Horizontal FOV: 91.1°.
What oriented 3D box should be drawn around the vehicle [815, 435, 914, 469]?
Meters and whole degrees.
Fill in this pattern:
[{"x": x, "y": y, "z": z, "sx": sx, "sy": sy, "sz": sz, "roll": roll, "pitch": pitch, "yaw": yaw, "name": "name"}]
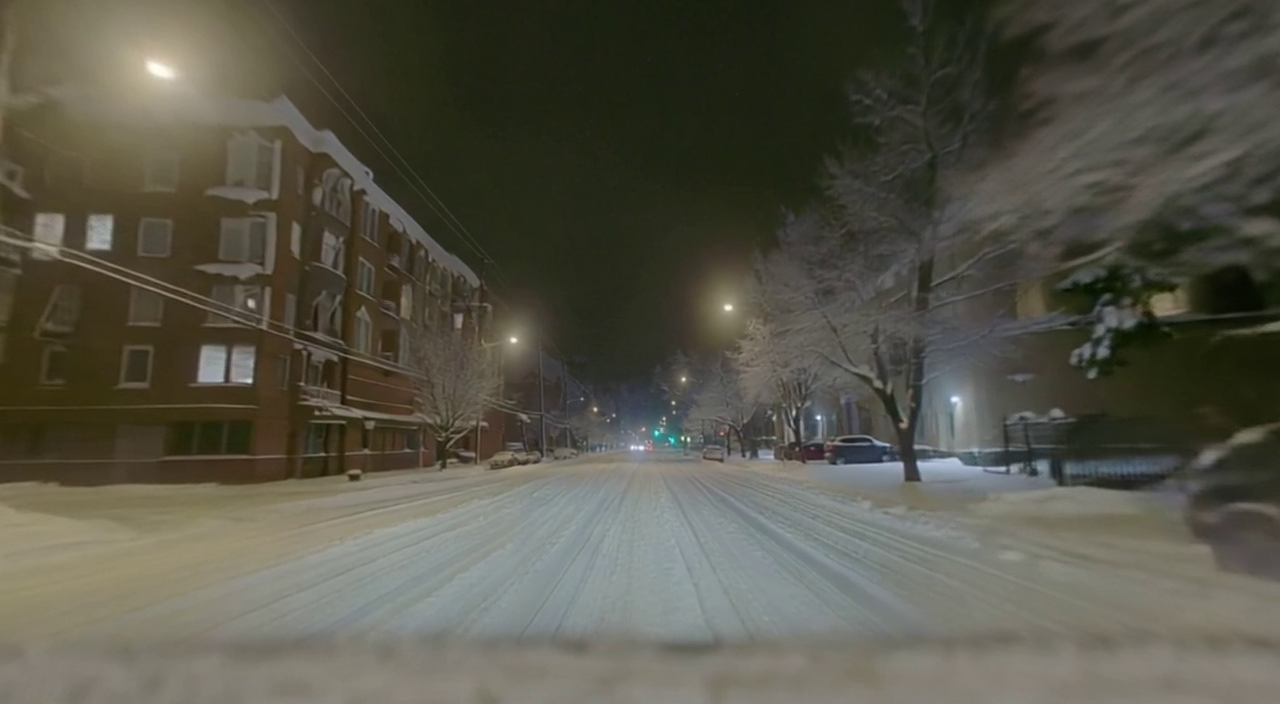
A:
[{"x": 13.157, "y": 5.905, "z": 37.037, "sx": 5.015, "sy": 1.934, "sz": 2.150, "roll": -1, "pitch": -9, "yaw": 2, "name": "vehicle"}]
